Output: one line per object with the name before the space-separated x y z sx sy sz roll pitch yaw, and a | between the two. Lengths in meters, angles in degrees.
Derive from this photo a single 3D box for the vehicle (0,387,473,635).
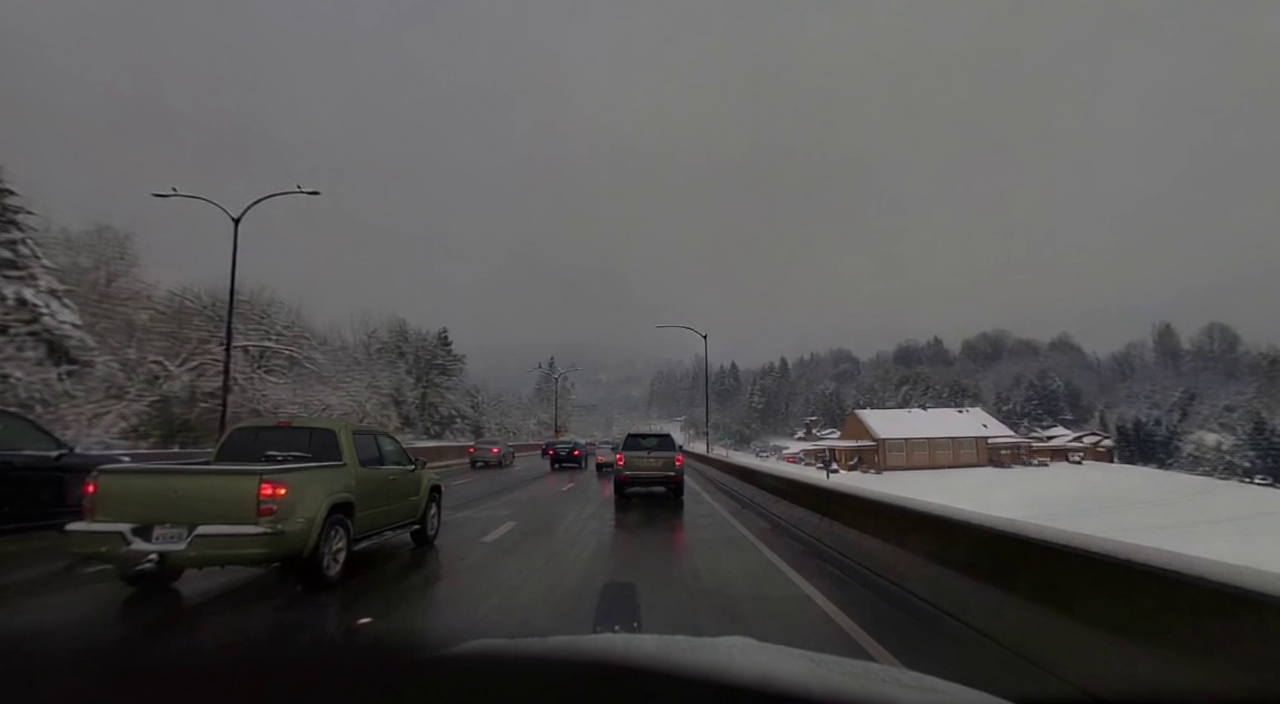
vehicle | -3.486 1.419 6.605 2.076 1.688 4.334 -1 -9 3

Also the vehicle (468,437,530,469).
vehicle | -6.926 5.034 31.493 1.856 1.459 4.251 -1 -9 4

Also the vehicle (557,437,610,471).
vehicle | -2.572 4.769 29.725 1.868 1.470 4.105 -1 -9 4

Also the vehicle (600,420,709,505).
vehicle | 0.374 2.612 15.246 2.235 1.716 4.435 -1 -9 2
